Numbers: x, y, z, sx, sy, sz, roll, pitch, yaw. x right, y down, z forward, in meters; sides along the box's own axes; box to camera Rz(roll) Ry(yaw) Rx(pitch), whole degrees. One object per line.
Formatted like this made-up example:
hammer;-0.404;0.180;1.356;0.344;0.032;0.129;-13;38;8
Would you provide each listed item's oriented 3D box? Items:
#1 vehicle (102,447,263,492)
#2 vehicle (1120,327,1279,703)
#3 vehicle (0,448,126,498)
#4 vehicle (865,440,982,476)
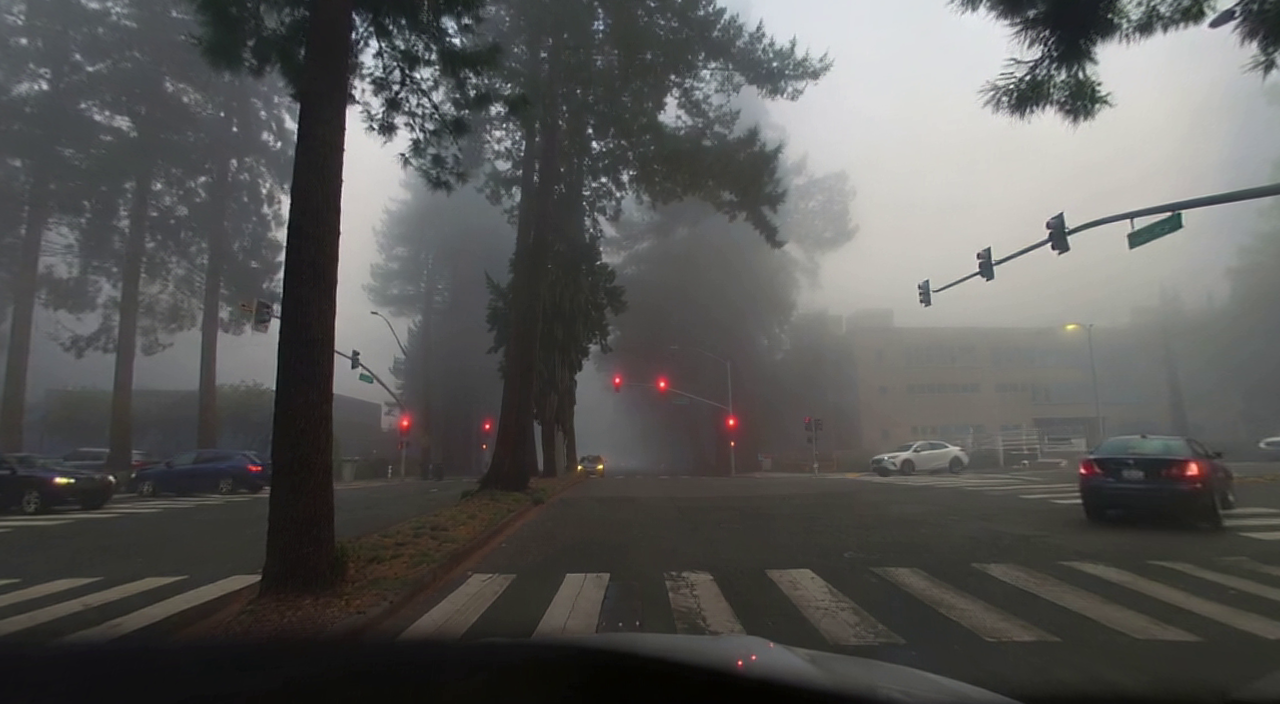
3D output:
vehicle;-19.136;4.949;26.660;4.798;1.763;2.536;0;-10;0
vehicle;3.171;0.521;0.451;2.227;1.705;4.719;-1;-8;5
vehicle;-22.321;4.416;23.272;4.748;1.727;2.325;0;-8;1
vehicle;15.645;5.887;35.144;5.220;1.897;2.596;0;-8;0
